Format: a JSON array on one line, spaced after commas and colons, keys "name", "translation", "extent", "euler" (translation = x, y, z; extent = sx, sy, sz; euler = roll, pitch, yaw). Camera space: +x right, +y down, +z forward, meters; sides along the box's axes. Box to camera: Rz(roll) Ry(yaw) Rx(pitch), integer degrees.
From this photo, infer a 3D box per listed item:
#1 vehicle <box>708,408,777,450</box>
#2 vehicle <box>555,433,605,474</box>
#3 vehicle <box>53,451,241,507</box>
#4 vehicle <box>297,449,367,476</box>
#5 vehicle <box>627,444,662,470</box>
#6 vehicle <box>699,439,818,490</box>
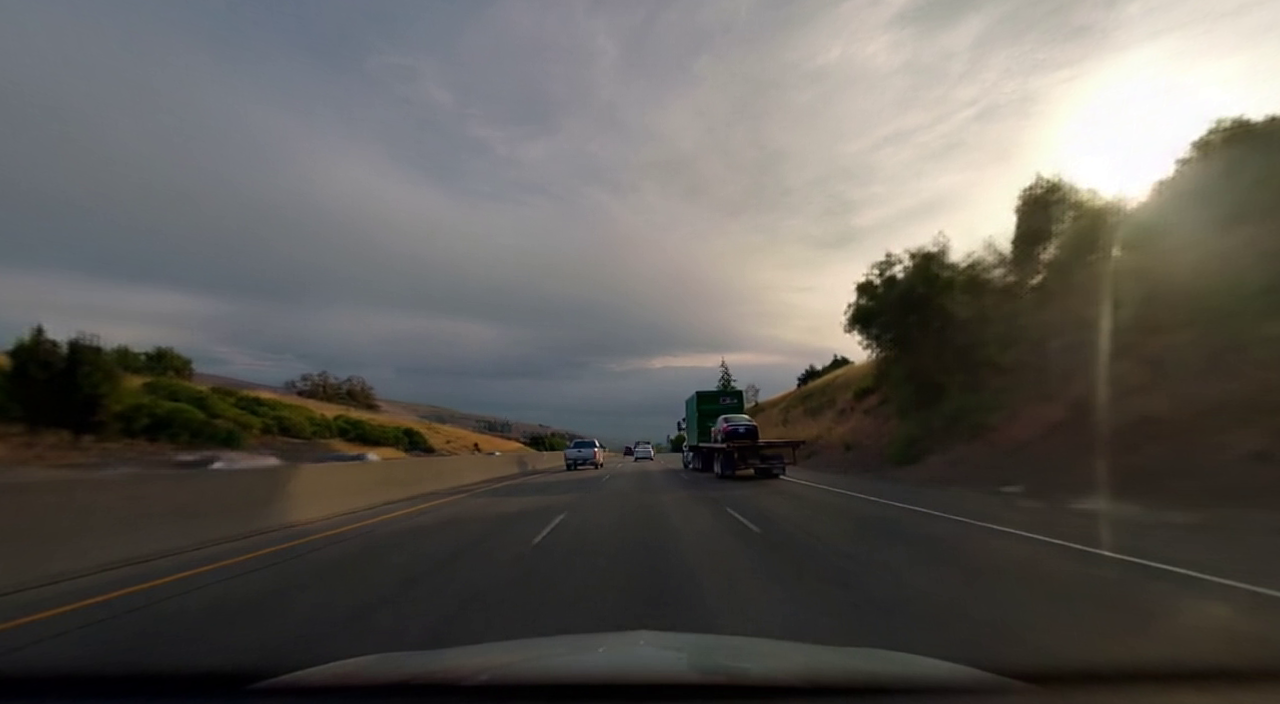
[{"name": "vehicle", "translation": [4.034, 3.189, 25.443], "extent": [1.968, 1.547, 4.215], "euler": [0, -9, -2]}, {"name": "vehicle", "translation": [-3.116, 5.410, 33.638], "extent": [2.142, 2.044, 4.446], "euler": [0, -9, 1]}, {"name": "vehicle", "translation": [-14.444, 3.707, 18.891], "extent": [2.039, 1.438, 4.371], "euler": [0, -9, 1]}, {"name": "vehicle", "translation": [-18.601, 6.672, 38.304], "extent": [1.965, 1.479, 4.478], "euler": [0, -9, 0]}, {"name": "vehicle", "translation": [0.285, 6.585, 39.695], "extent": [2.086, 1.497, 3.681], "euler": [0, -9, 0]}, {"name": "vehicle", "translation": [4.135, 4.232, 24.300], "extent": [2.654, 1.574, 9.537], "euler": [0, -9, -1]}]
